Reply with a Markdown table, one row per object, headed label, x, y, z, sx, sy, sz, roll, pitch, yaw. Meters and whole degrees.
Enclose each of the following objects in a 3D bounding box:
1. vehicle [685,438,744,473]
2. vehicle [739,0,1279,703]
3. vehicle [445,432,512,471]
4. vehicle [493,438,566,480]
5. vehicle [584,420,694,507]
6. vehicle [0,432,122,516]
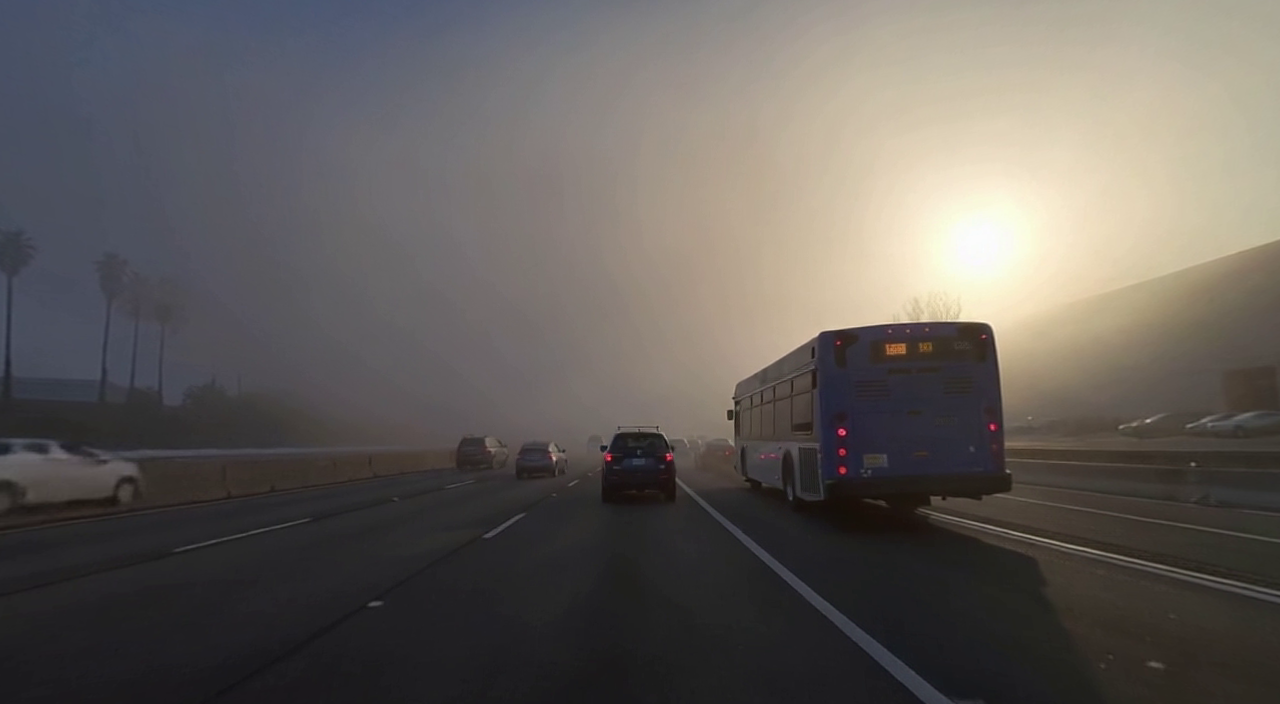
| label | x | y | z | sx | sy | sz | roll | pitch | yaw |
| --- | --- | --- | --- | --- | --- | --- | --- | --- | --- |
| vehicle | 3.388 | 4.838 | 29.550 | 2.039 | 1.516 | 4.521 | 0 | -9 | -2 |
| vehicle | 3.954 | 0.653 | 8.256 | 3.020 | 3.622 | 14.302 | 0 | -9 | 0 |
| vehicle | -8.008 | 5.000 | 31.761 | 2.066 | 1.779 | 4.706 | 0 | -9 | 1 |
| vehicle | -4.404 | 4.334 | 25.828 | 2.040 | 1.536 | 4.680 | 0 | -9 | 1 |
| vehicle | 0.015 | 2.637 | 15.244 | 2.268 | 1.796 | 4.280 | 0 | -9 | 1 |
| vehicle | -12.461 | 2.215 | 11.499 | 1.961 | 1.493 | 4.784 | 0 | -9 | -1 |
